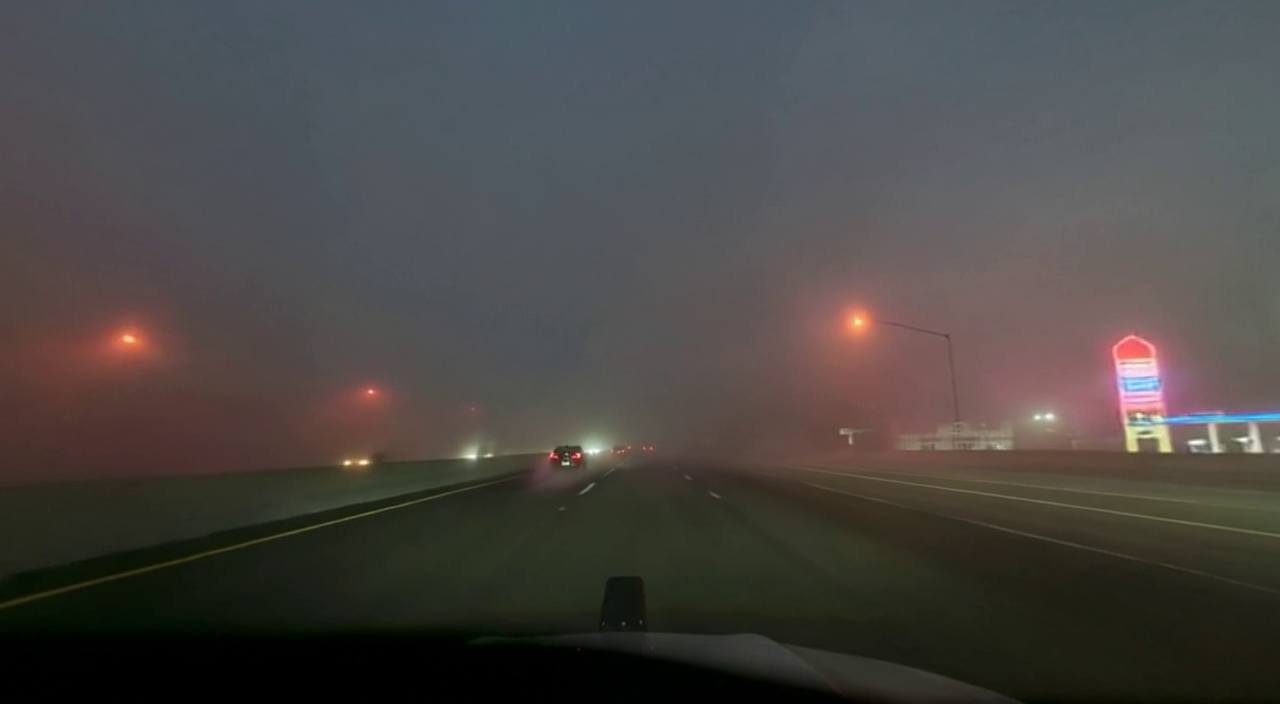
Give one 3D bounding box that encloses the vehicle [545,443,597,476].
[{"bbox_3d":[-3.402,5.394,31.893,2.114,1.510,4.186,-1,-9,1],"label":"vehicle"}]
